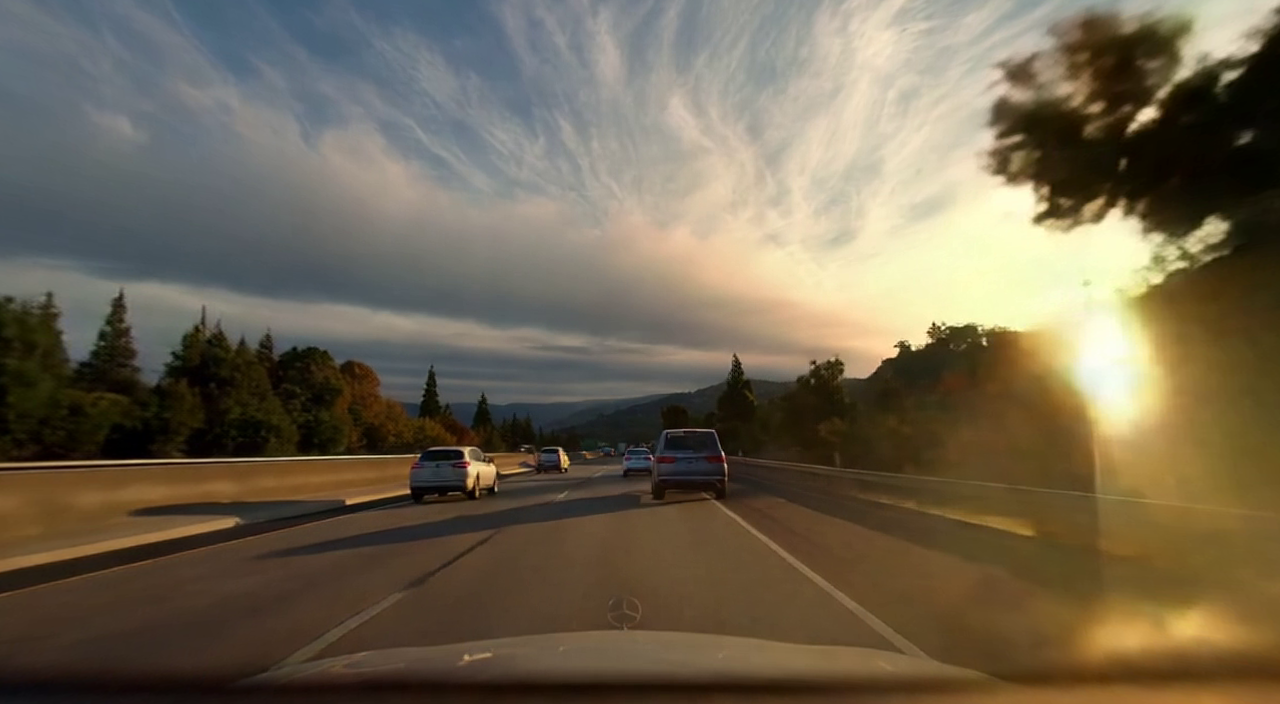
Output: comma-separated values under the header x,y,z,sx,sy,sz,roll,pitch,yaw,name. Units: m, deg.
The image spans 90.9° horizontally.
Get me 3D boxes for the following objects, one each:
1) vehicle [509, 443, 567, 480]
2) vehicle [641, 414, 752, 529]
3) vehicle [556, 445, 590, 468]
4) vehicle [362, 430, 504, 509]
x,y,z,sx,sy,sz,roll,pitch,yaw,name
-4.493,4.850,28.189,1.867,1.489,3.829,0,-9,1,vehicle
0.958,2.328,12.699,1.825,1.920,3.960,0,-9,0,vehicle
-4.536,7.180,43.420,1.855,1.527,4.209,0,-9,0,vehicle
-4.786,2.780,15.317,1.934,1.642,4.201,0,-9,2,vehicle
